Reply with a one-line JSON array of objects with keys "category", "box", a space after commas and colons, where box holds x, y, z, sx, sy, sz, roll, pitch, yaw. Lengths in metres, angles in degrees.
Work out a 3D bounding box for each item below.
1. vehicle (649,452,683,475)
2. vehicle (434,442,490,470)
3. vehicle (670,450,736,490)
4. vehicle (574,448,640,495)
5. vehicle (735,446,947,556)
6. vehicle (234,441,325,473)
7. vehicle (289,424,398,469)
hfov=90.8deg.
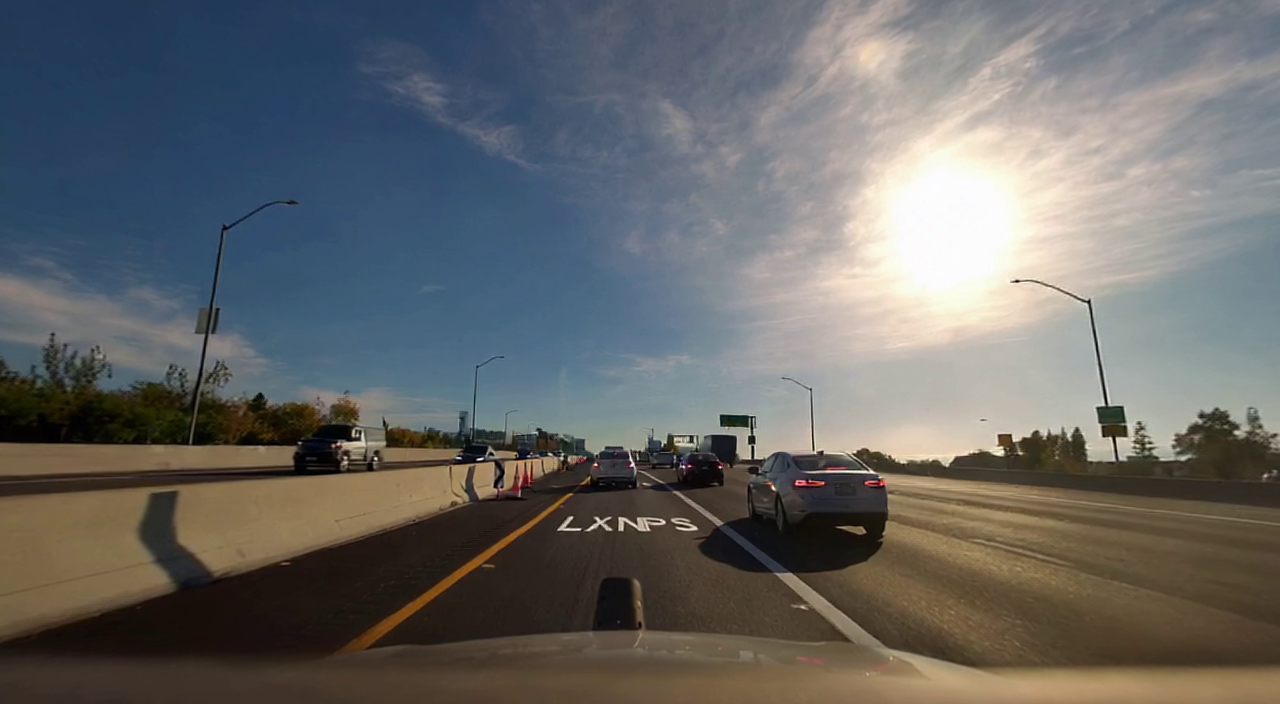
[{"category": "vehicle", "box": [1.719, 7.574, 43.124, 1.916, 1.487, 4.117, 0, -9, -3]}, {"category": "vehicle", "box": [-10.634, 6.229, 38.106, 1.997, 1.562, 4.754, 0, -9, -1]}, {"category": "vehicle", "box": [2.450, 4.720, 25.700, 2.042, 1.460, 4.451, 0, -9, -3]}, {"category": "vehicle", "box": [-1.100, 4.058, 21.843, 2.069, 1.470, 4.004, 0, -9, -2]}, {"category": "vehicle", "box": [3.038, 2.338, 10.705, 1.996, 1.455, 4.281, 0, -9, -3]}, {"category": "vehicle", "box": [-17.943, 5.256, 31.744, 1.981, 1.464, 4.620, 0, -9, -2]}, {"category": "vehicle", "box": [-14.054, 4.586, 30.499, 2.414, 1.943, 6.030, 0, -9, -1]}]
